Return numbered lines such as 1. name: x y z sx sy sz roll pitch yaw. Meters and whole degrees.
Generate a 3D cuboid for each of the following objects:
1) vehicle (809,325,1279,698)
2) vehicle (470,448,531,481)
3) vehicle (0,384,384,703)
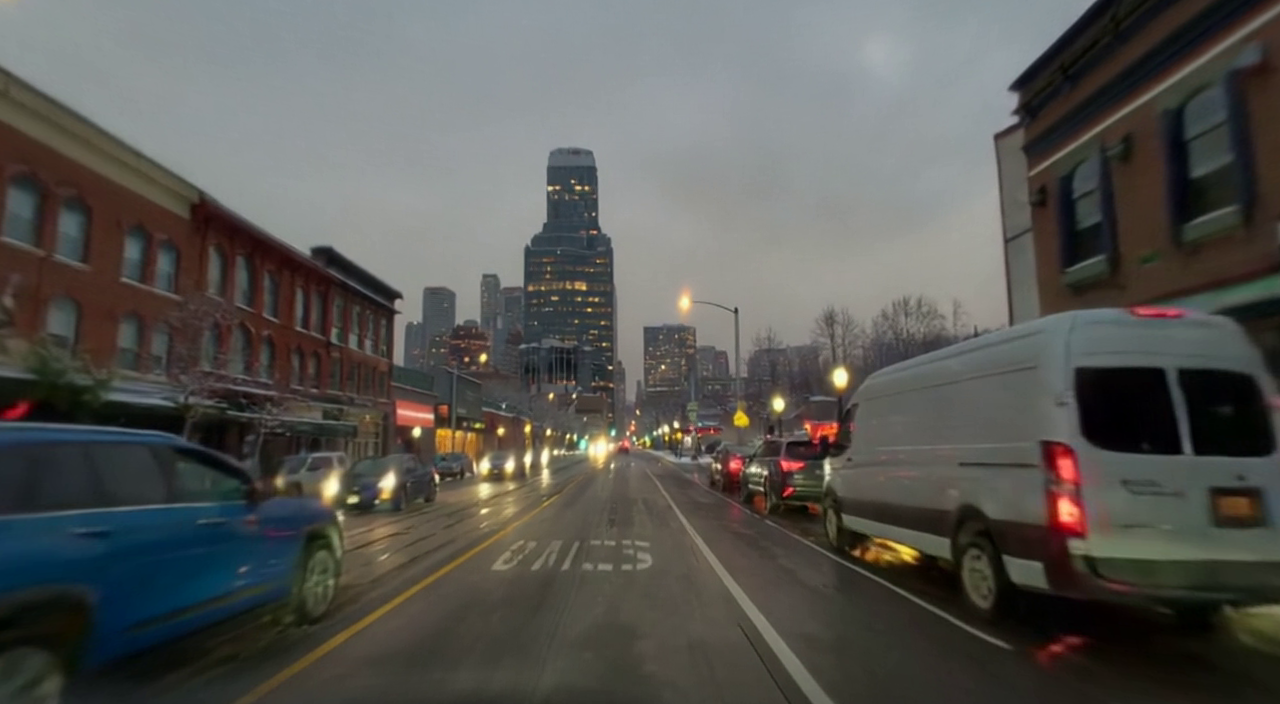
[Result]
1. vehicle: 3.749 1.319 6.588 2.215 2.177 5.608 0 -8 -2
2. vehicle: -6.899 5.594 31.838 1.993 1.484 4.812 0 -8 0
3. vehicle: -3.282 1.101 3.475 2.024 1.579 4.300 0 -8 -2
